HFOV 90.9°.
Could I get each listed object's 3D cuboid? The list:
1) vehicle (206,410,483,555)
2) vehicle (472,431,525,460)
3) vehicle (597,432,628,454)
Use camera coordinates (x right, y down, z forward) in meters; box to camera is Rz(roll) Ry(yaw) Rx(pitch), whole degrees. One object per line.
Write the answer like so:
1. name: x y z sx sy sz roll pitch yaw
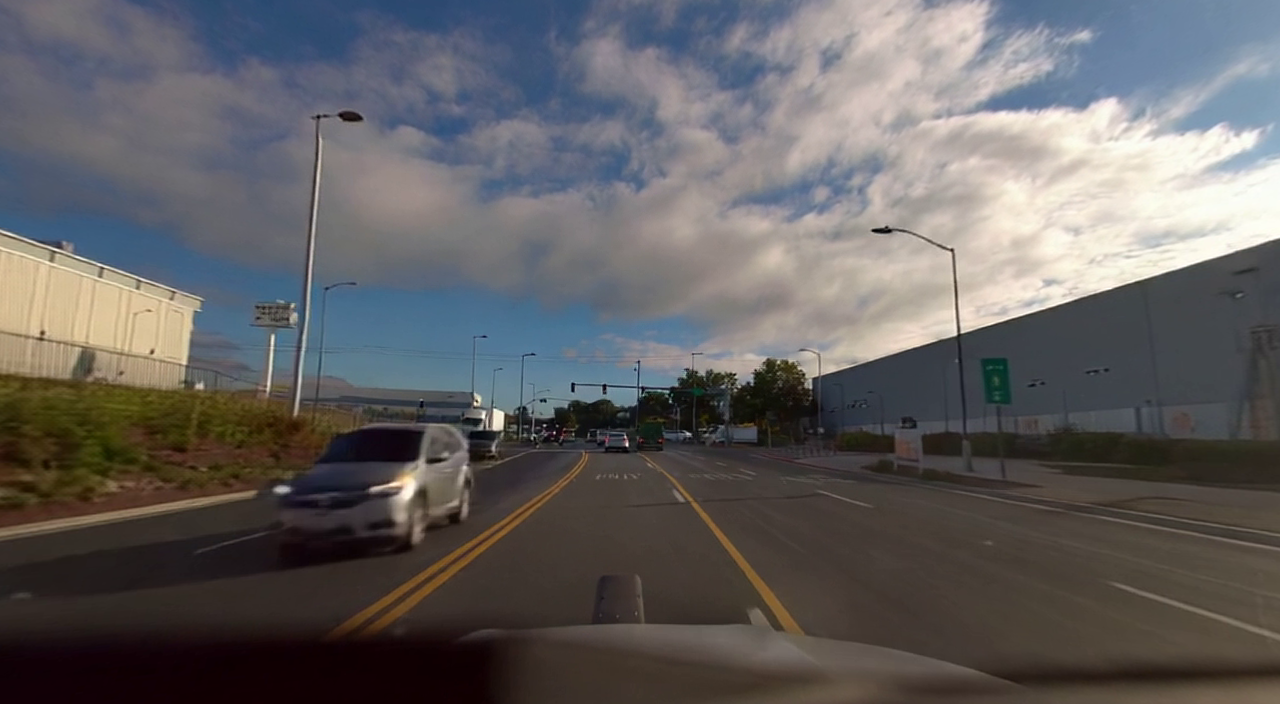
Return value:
1. vehicle: -3.712 1.684 8.853 2.003 1.562 3.862 0 -8 0
2. vehicle: -7.743 5.156 34.908 2.028 1.495 4.532 0 -8 -2
3. vehicle: -1.943 6.344 44.014 2.060 1.491 3.873 0 -8 -3
